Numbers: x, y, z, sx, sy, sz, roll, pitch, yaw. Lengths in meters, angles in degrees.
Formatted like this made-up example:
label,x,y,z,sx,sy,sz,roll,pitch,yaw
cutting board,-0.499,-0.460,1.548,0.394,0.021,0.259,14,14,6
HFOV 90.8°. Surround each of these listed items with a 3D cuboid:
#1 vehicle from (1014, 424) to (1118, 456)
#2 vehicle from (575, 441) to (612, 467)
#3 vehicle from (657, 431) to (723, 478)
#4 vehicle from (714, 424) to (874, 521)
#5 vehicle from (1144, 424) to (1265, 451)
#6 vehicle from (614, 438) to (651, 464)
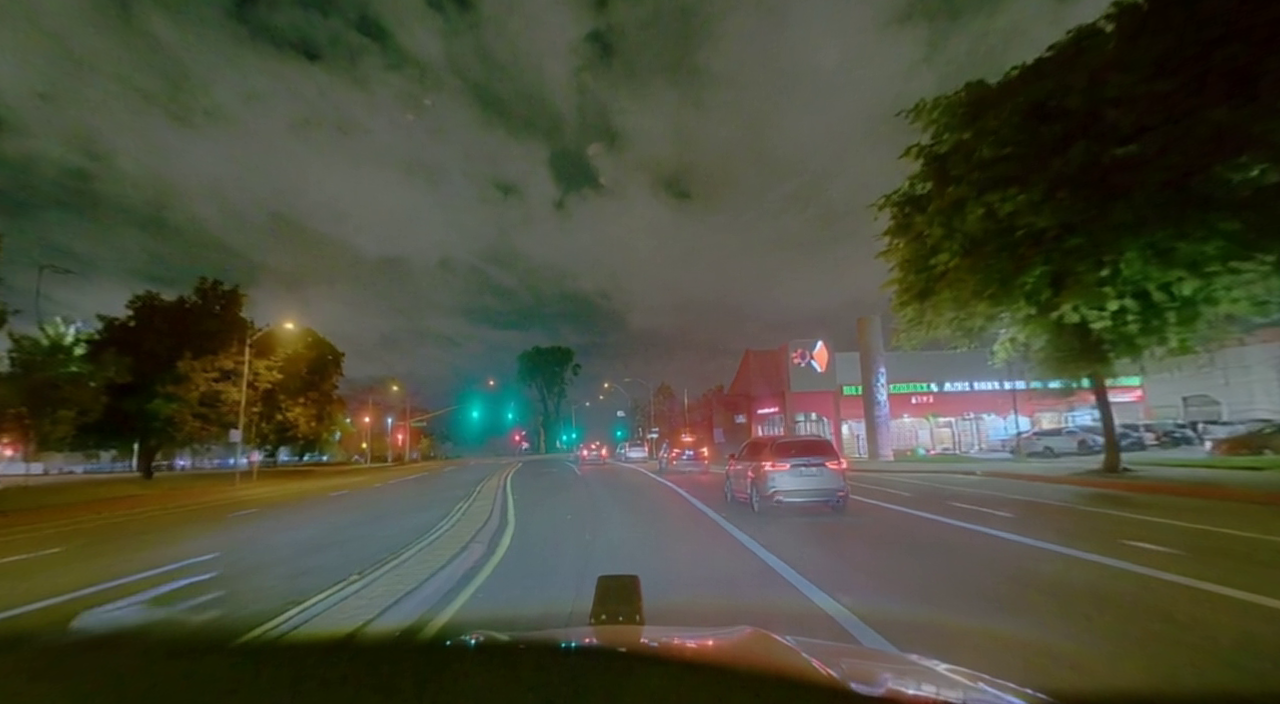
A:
label,x,y,z,sx,sy,sz,roll,pitch,yaw
vehicle,27.417,5.706,40.802,5.103,1.947,2.207,0,-8,-1
vehicle,-2.988,6.447,40.023,2.068,1.512,3.987,1,-9,-7
vehicle,2.030,4.352,26.988,2.046,1.768,4.370,-1,-8,-5
vehicle,2.882,2.338,12.819,1.966,1.596,3.980,0,-8,-4
vehicle,33.909,5.157,38.055,5.112,1.486,2.103,-1,-8,3
vehicle,-0.633,7.473,48.033,2.216,1.750,4.520,0,-8,-8
